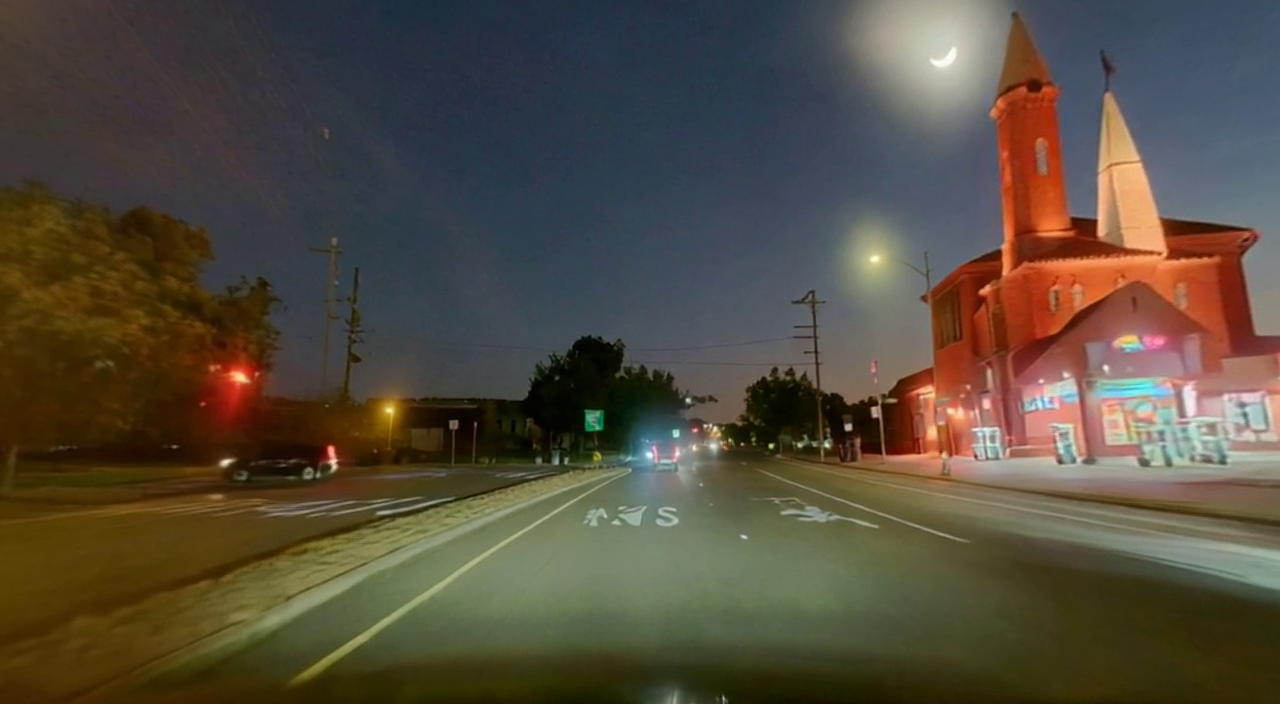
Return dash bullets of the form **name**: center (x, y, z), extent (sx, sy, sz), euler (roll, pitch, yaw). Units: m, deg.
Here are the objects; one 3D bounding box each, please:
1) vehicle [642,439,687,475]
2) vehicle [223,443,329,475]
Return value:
- **vehicle**: center (1.247, 5.036, 30.490), extent (2.032, 1.621, 4.082), euler (-1, -8, 4)
- **vehicle**: center (-18.331, 5.374, 31.935), extent (4.430, 1.493, 2.210), euler (5, -10, -31)
